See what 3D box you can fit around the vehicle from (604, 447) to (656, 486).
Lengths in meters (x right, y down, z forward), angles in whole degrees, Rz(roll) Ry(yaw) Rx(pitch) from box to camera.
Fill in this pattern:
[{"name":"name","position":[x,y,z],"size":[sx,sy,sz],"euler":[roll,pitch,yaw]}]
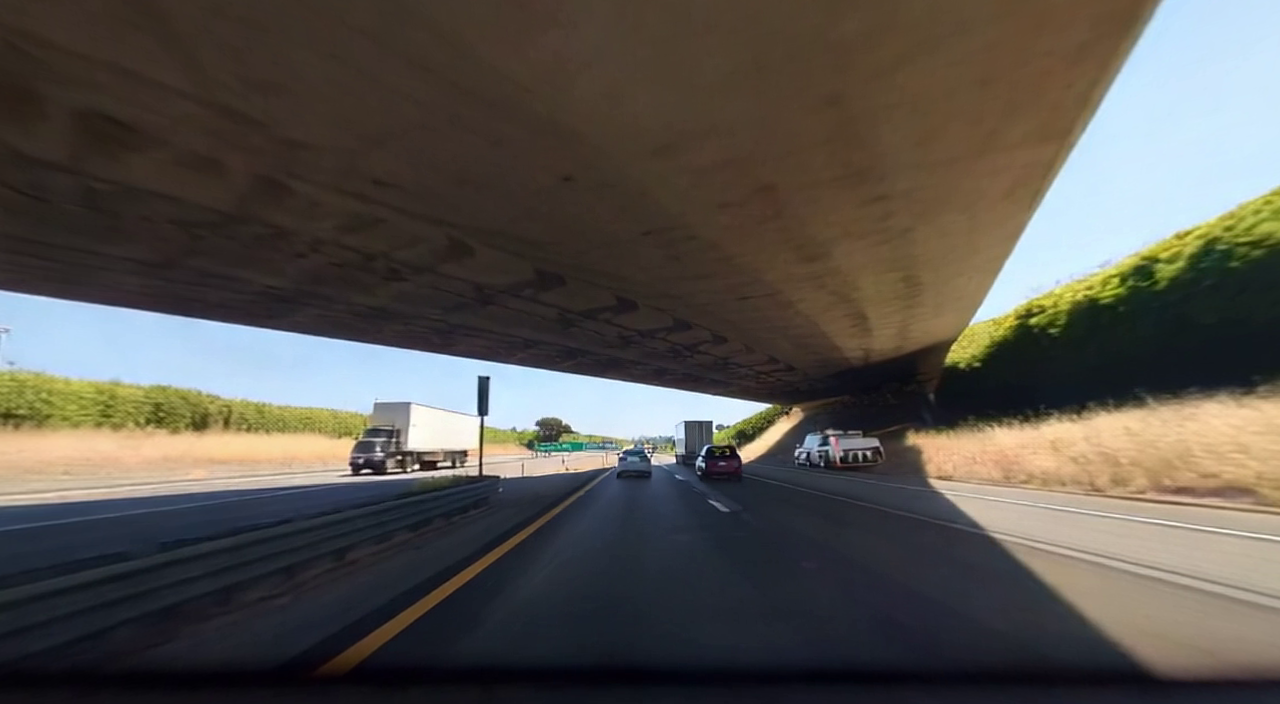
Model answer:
[{"name":"vehicle","position":[-0.402,4.569,25.442],"size":[1.970,1.441,3.846],"euler":[0,-9,-1]}]

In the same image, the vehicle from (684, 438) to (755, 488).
[{"name":"vehicle","position":[2.901,4.173,23.951],"size":[2.048,1.704,4.284],"euler":[0,-9,-1]}]

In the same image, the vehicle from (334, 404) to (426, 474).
[{"name":"vehicle","position":[-15.869,5.412,38.963],"size":[2.979,3.999,5.923],"euler":[0,-9,1]}]
